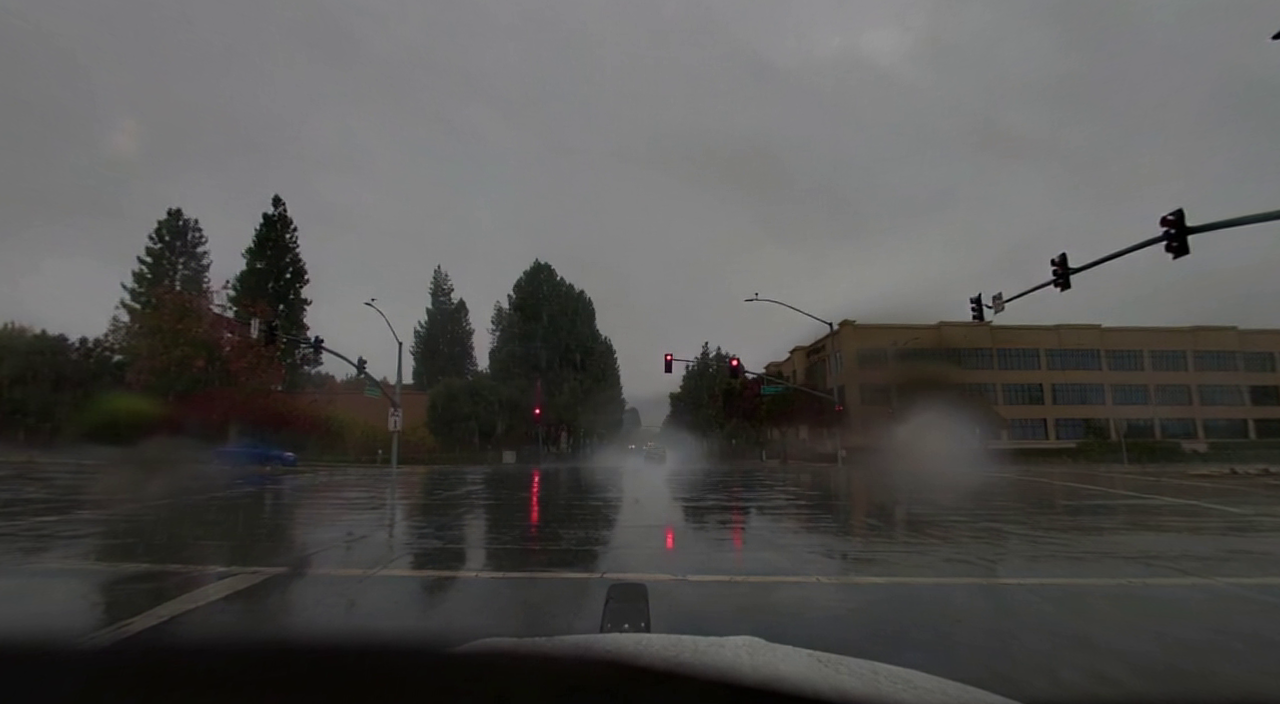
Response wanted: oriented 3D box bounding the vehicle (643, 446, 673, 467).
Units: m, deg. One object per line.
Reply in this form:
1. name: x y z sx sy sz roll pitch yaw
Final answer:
1. vehicle: 1.286 7.641 46.445 2.132 1.449 4.235 0 -9 0
